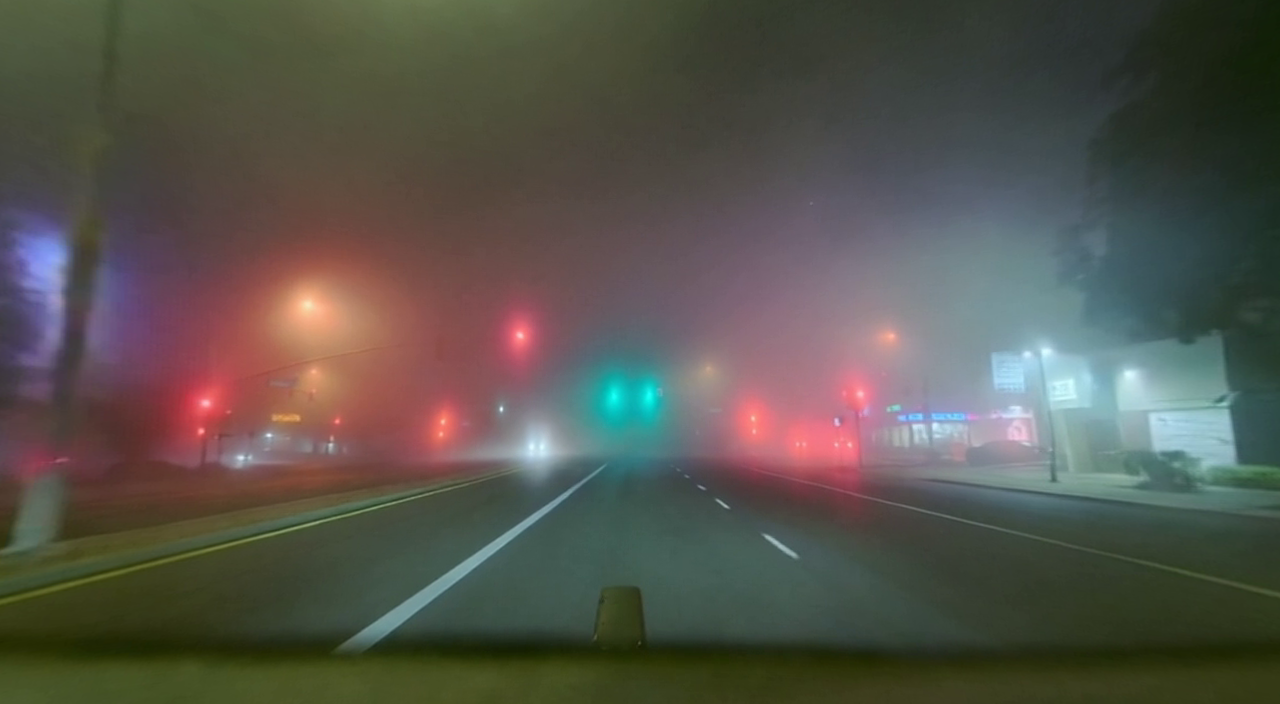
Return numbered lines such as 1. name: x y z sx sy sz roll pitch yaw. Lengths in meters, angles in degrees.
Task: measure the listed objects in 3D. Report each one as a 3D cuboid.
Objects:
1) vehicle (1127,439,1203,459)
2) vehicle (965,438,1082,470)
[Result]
1. vehicle: 41.311 7.657 49.781 4.157 1.552 1.953 0 -8 2
2. vehicle: 18.860 5.014 31.212 4.545 1.511 1.935 0 -8 -3
